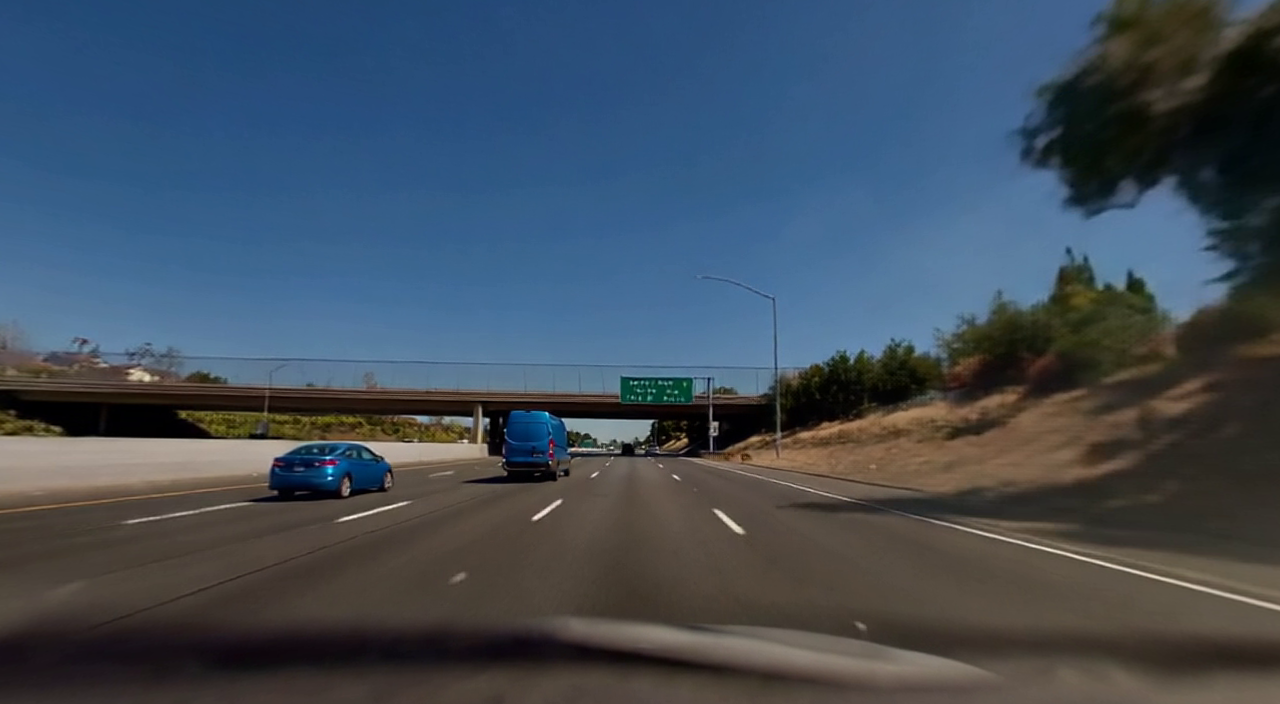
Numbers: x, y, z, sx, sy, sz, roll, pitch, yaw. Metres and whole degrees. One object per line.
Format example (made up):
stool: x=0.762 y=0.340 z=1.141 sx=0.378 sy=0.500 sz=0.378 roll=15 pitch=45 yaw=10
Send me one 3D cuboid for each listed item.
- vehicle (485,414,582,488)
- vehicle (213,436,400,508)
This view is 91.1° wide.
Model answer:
vehicle: x=-3.536 y=3.444 z=22.062 sx=2.372 sy=2.248 sz=5.393 roll=0 pitch=-9 yaw=1
vehicle: x=-7.958 y=2.880 z=15.661 sx=1.987 sy=1.490 sz=4.781 roll=0 pitch=-8 yaw=1
